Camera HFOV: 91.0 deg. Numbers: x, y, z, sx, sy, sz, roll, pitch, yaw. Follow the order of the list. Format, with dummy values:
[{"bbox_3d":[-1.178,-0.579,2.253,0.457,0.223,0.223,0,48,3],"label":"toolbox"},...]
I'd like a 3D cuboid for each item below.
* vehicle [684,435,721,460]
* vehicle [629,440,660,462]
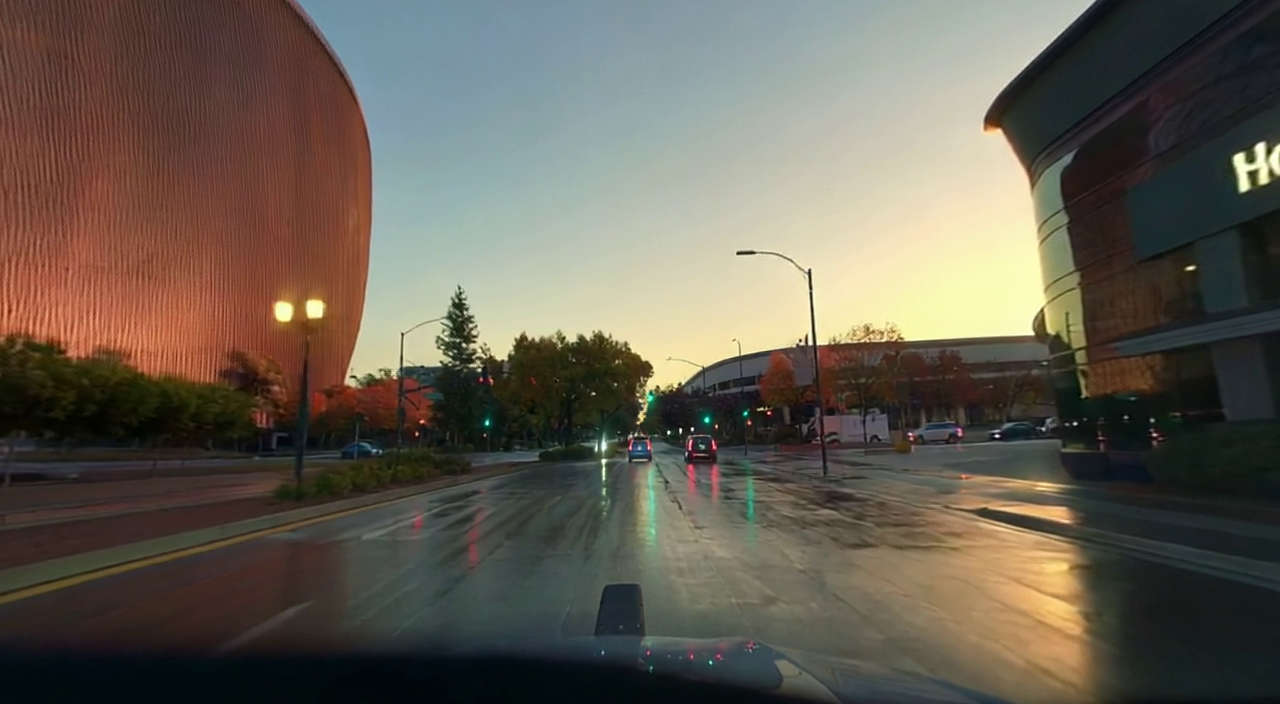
[{"bbox_3d":[4.641,7.171,47.299,2.174,1.749,4.739,0,-9,-2],"label":"vehicle"},{"bbox_3d":[0.277,7.091,45.127,2.014,1.525,4.197,0,-9,-2],"label":"vehicle"}]
